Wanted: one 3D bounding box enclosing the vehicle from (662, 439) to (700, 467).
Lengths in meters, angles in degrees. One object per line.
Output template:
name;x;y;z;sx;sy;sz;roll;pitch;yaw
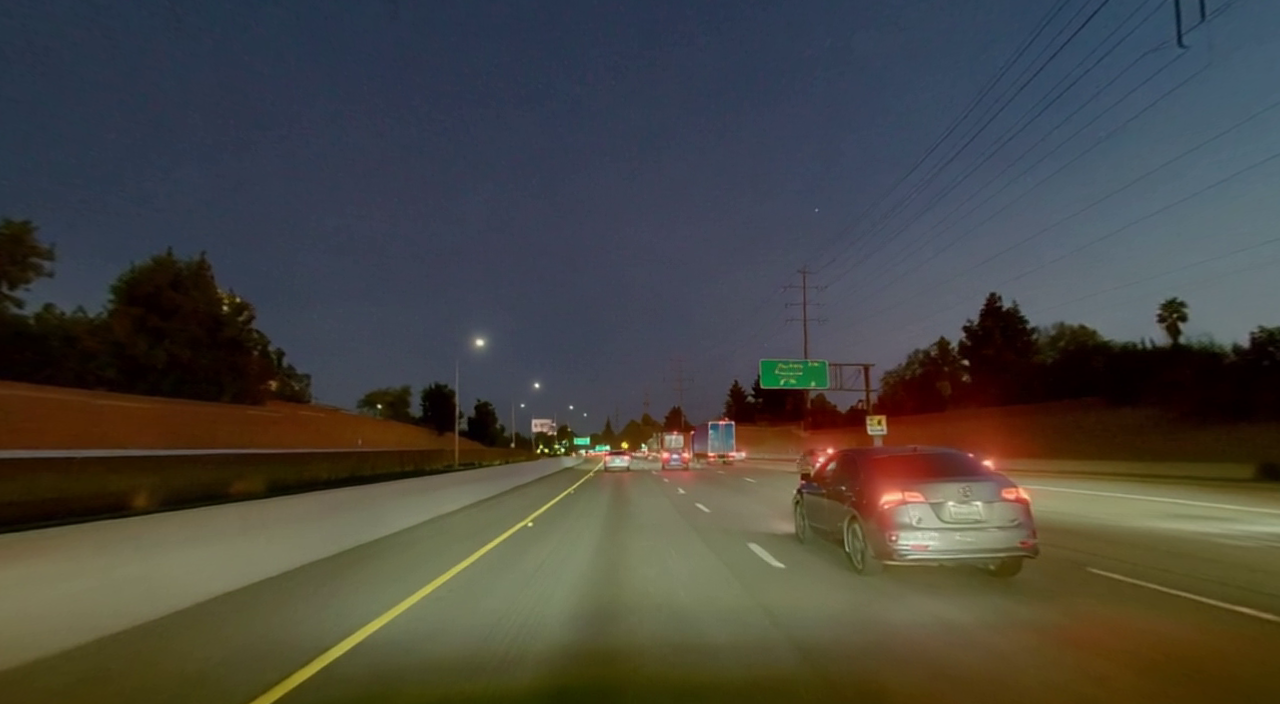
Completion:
vehicle;2.752;6.951;43.623;2.114;1.849;4.692;0;-9;-3

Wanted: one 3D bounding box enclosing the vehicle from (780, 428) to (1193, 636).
vehicle;2.970;1.612;6.689;1.922;1.465;4.165;0;-9;-1

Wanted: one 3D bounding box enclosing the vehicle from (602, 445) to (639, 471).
vehicle;-1.193;6.271;37.608;2.083;1.477;3.965;0;-9;-3
